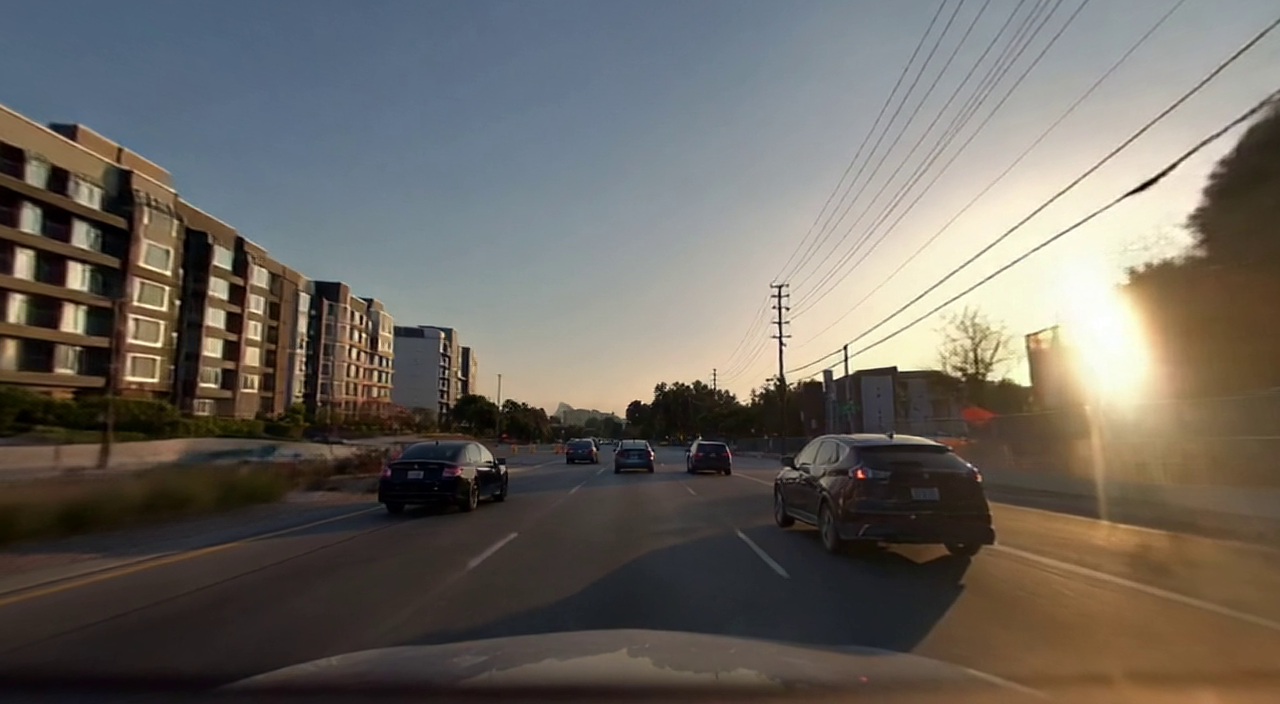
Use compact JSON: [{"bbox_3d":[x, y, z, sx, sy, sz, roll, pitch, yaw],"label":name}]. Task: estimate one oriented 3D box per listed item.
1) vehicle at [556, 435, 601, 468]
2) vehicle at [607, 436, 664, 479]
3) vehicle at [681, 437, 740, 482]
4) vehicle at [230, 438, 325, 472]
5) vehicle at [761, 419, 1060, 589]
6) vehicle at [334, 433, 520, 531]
[{"bbox_3d":[-3.675,6.050,38.621,2.190,1.832,4.417,0,-8,1],"label":"vehicle"},{"bbox_3d":[-0.177,4.610,27.798,2.291,1.714,4.217,0,-8,0],"label":"vehicle"},{"bbox_3d":[3.004,4.655,27.729,2.029,1.797,4.218,0,-8,-1],"label":"vehicle"},{"bbox_3d":[-18.412,5.243,32.395,1.971,1.609,4.763,0,-8,1],"label":"vehicle"},{"bbox_3d":[2.971,1.740,8.090,1.975,1.598,4.025,0,-8,-1],"label":"vehicle"},{"bbox_3d":[-3.632,2.286,11.742,1.968,1.473,4.209,0,-8,0],"label":"vehicle"}]
